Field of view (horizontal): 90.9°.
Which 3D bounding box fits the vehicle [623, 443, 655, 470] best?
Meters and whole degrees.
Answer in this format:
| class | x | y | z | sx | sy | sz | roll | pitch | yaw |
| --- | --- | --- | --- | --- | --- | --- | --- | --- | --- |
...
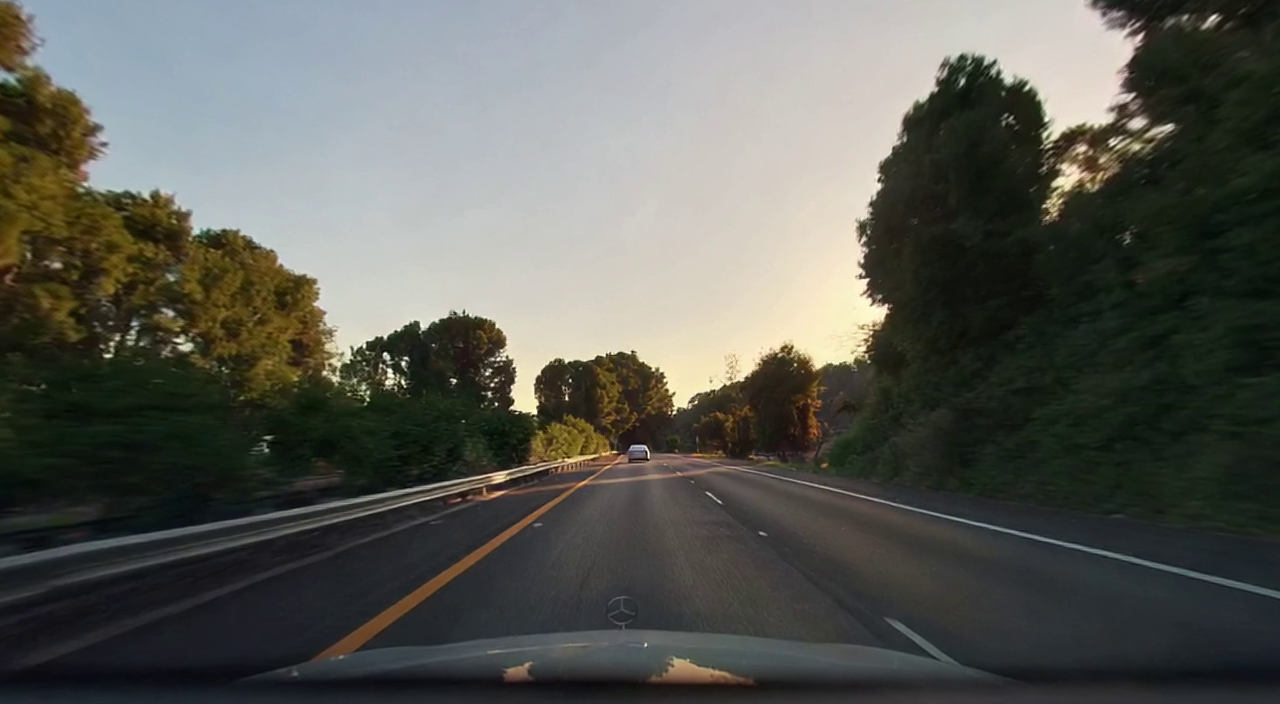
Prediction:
| class | x | y | z | sx | sy | sz | roll | pitch | yaw |
| --- | --- | --- | --- | --- | --- | --- | --- | --- | --- |
| vehicle | -0.108 | 6.840 | 41.258 | 1.987 | 1.658 | 3.620 | 0 | -9 | -1 |
